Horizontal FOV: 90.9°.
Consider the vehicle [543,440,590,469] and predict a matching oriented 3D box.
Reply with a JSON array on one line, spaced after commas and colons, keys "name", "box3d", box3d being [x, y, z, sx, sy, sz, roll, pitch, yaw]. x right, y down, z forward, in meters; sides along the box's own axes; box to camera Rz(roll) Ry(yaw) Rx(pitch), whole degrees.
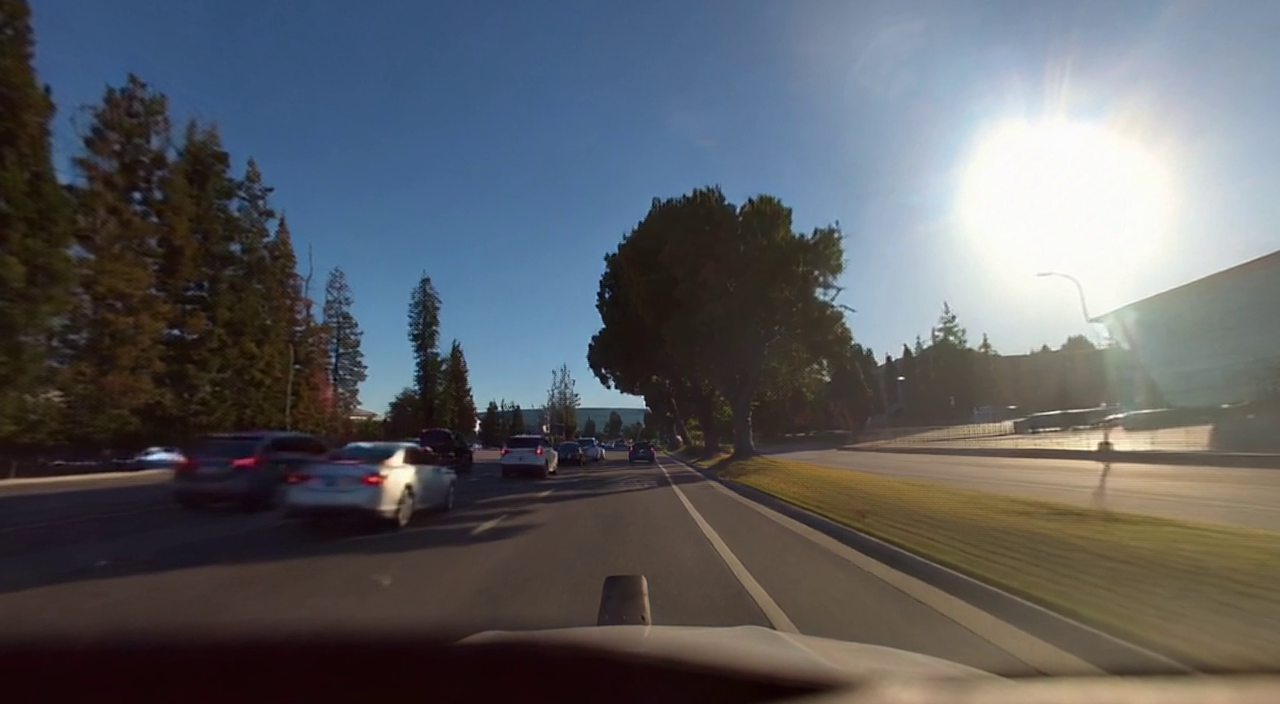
[{"name": "vehicle", "box3d": [-4.079, 5.770, 35.714, 2.121, 1.485, 4.363, 0, -8, 0]}]

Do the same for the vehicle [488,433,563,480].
[{"name": "vehicle", "box3d": [-4.477, 4.156, 25.314, 2.042, 1.713, 4.493, -1, -8, 2]}]

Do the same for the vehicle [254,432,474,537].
[{"name": "vehicle", "box3d": [-4.532, 2.214, 11.175, 2.068, 1.480, 4.039, 0, -8, 0]}]

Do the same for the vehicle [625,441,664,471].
[{"name": "vehicle", "box3d": [0.220, 5.358, 32.643, 1.875, 1.453, 3.888, 0, -8, 0]}]

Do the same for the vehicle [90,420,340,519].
[{"name": "vehicle", "box3d": [-8.397, 2.357, 13.146, 1.959, 1.668, 4.557, -1, -8, 1]}]
